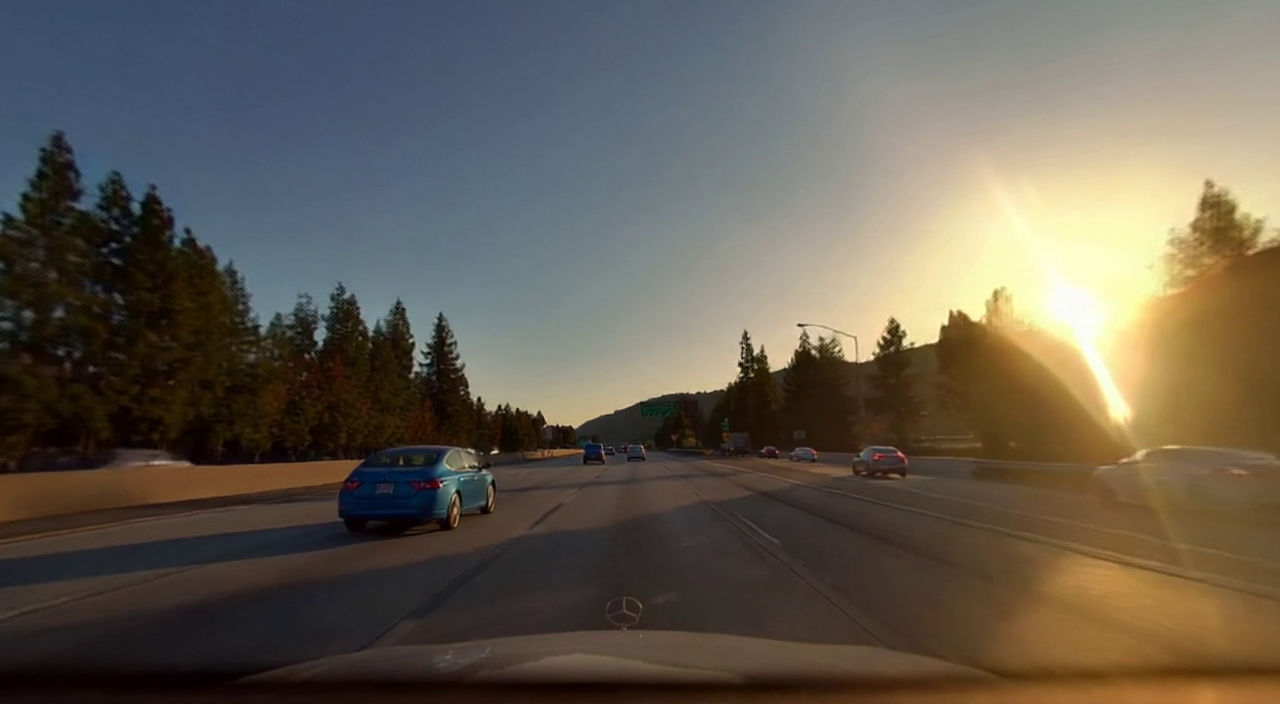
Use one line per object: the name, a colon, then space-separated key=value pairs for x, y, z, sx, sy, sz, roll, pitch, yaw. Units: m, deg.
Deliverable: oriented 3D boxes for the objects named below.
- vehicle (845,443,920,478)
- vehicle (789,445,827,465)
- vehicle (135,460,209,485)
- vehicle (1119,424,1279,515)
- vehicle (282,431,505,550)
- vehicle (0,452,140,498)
vehicle: x=11.416 y=5.136 z=30.141 sx=1.940 sy=1.496 sz=4.992 roll=-1 pitch=-9 yaw=4
vehicle: x=13.124 y=8.064 z=49.652 sx=1.873 sy=1.463 sz=4.937 roll=-1 pitch=-9 yaw=2
vehicle: x=-33.198 y=8.530 z=45.003 sx=1.835 sy=1.541 sz=4.587 roll=0 pitch=-9 yaw=-2
vehicle: x=14.330 y=2.684 z=14.802 sx=2.278 sy=1.816 sz=5.666 roll=-1 pitch=-9 yaw=7
vehicle: x=-3.712 y=2.153 z=10.478 sx=2.020 sy=1.554 sz=4.137 roll=0 pitch=-9 yaw=0
vehicle: x=-21.289 y=4.457 z=23.310 sx=1.987 sy=1.503 sz=4.474 roll=0 pitch=-9 yaw=-1
